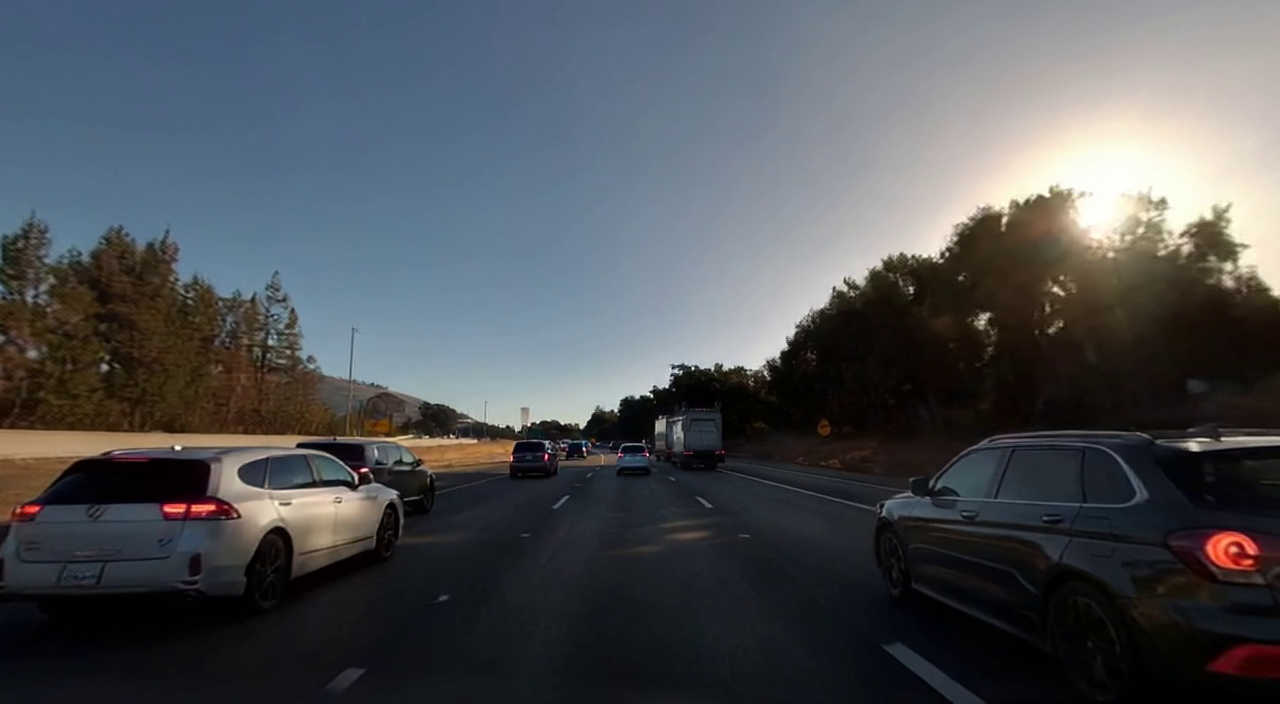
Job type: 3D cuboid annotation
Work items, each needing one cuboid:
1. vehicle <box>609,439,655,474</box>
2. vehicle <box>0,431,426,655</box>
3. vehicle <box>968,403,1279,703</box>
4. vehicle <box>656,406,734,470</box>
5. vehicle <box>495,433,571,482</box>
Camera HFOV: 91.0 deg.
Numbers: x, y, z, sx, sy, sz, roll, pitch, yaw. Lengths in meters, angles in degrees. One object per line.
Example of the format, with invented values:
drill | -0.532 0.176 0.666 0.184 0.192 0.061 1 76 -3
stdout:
vehicle | -0.425 5.414 32.902 2.235 1.682 4.094 0 -9 -1
vehicle | -3.923 1.566 6.302 1.947 1.424 4.264 0 -9 2
vehicle | 3.230 0.917 2.007 2.031 1.504 4.327 0 -9 0
vehicle | 2.976 5.323 38.473 3.426 3.279 12.313 0 -8 -1
vehicle | -4.211 4.254 25.646 2.176 1.783 4.799 0 -9 1
